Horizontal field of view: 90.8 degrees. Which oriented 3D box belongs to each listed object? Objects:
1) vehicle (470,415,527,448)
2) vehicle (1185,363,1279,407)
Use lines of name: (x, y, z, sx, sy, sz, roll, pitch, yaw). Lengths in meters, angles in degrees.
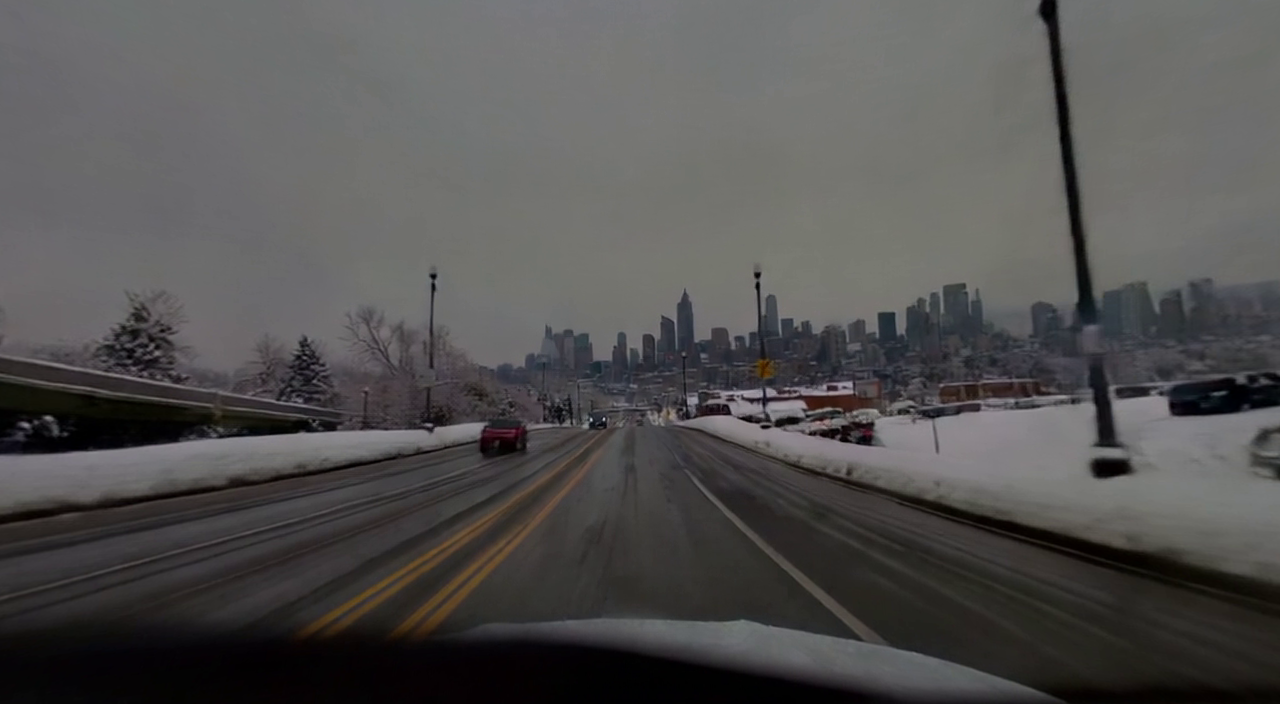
vehicle: (-7.635, 4.410, 34.503, 2.025, 1.664, 4.459, 0, -9, 1)
vehicle: (27.194, 1.491, 28.360, 3.698, 1.510, 1.672, -3, -15, -2)
